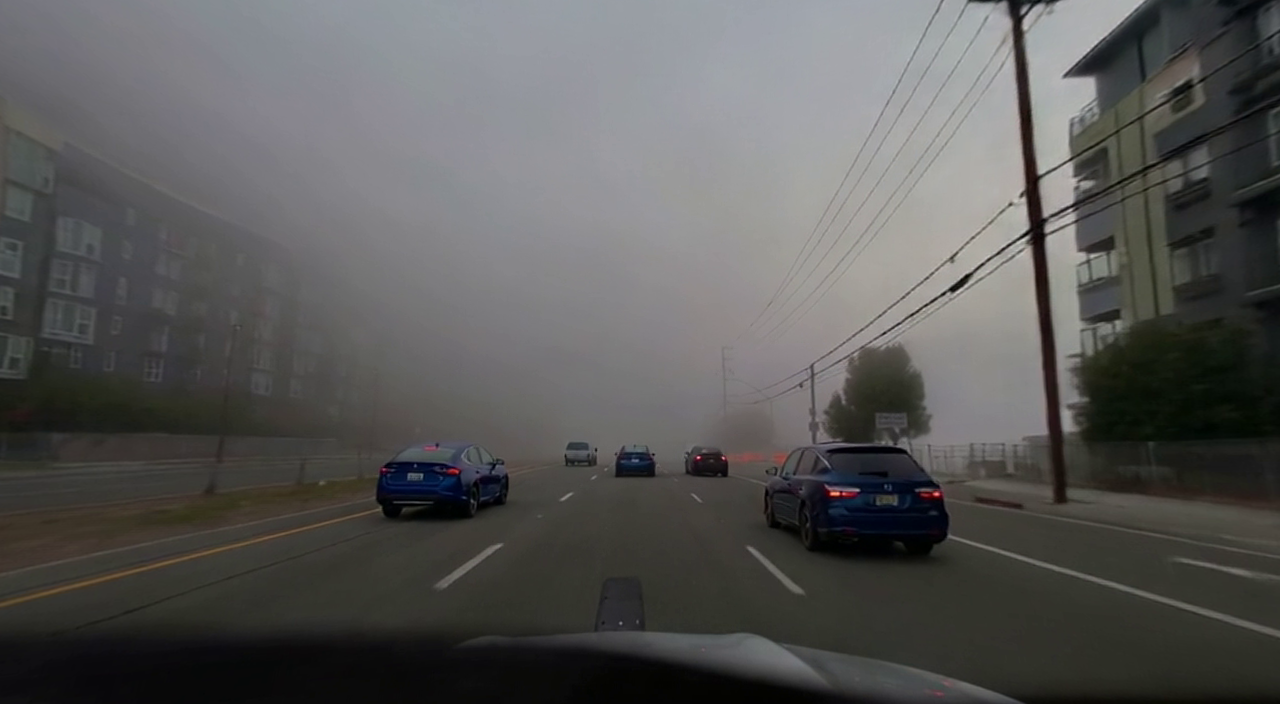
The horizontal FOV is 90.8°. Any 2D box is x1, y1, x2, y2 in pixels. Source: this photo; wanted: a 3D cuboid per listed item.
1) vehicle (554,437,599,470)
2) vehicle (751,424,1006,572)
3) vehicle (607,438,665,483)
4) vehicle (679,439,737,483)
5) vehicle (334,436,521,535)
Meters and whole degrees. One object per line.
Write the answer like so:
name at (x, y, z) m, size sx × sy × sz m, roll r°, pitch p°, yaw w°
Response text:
vehicle at (-3.702, 6.034, 37.753) m, size 2.190 × 1.832 × 4.417 m, roll 0°, pitch -8°, yaw 1°
vehicle at (2.980, 1.906, 9.008) m, size 1.975 × 1.598 × 4.025 m, roll 0°, pitch -8°, yaw -1°
vehicle at (-0.161, 4.558, 26.879) m, size 2.291 × 1.714 × 4.217 m, roll 0°, pitch -8°, yaw 0°
vehicle at (2.937, 4.812, 28.255) m, size 2.029 × 1.797 × 4.218 m, roll 0°, pitch -8°, yaw -1°
vehicle at (-3.626, 2.334, 11.714) m, size 1.968 × 1.473 × 4.209 m, roll 0°, pitch -8°, yaw 0°
